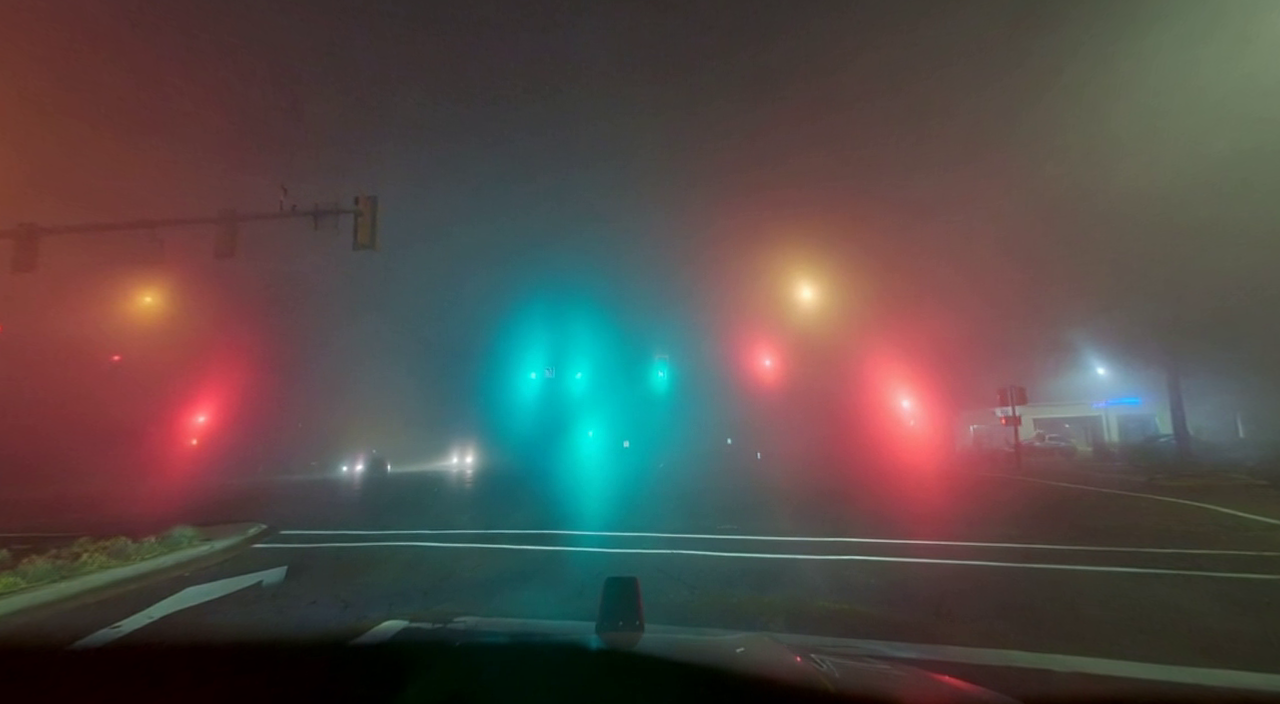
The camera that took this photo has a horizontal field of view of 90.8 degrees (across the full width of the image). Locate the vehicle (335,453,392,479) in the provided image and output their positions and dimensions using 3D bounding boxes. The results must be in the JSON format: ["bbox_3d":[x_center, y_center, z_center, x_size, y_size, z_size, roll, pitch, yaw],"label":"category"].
[{"bbox_3d":[-18.858,7.752,43.255,1.933,1.664,4.255,0,-9,1],"label":"vehicle"}]

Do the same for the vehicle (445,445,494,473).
[{"bbox_3d":[-12.162,7.665,45.432,2.151,1.847,4.634,0,-9,0],"label":"vehicle"}]
